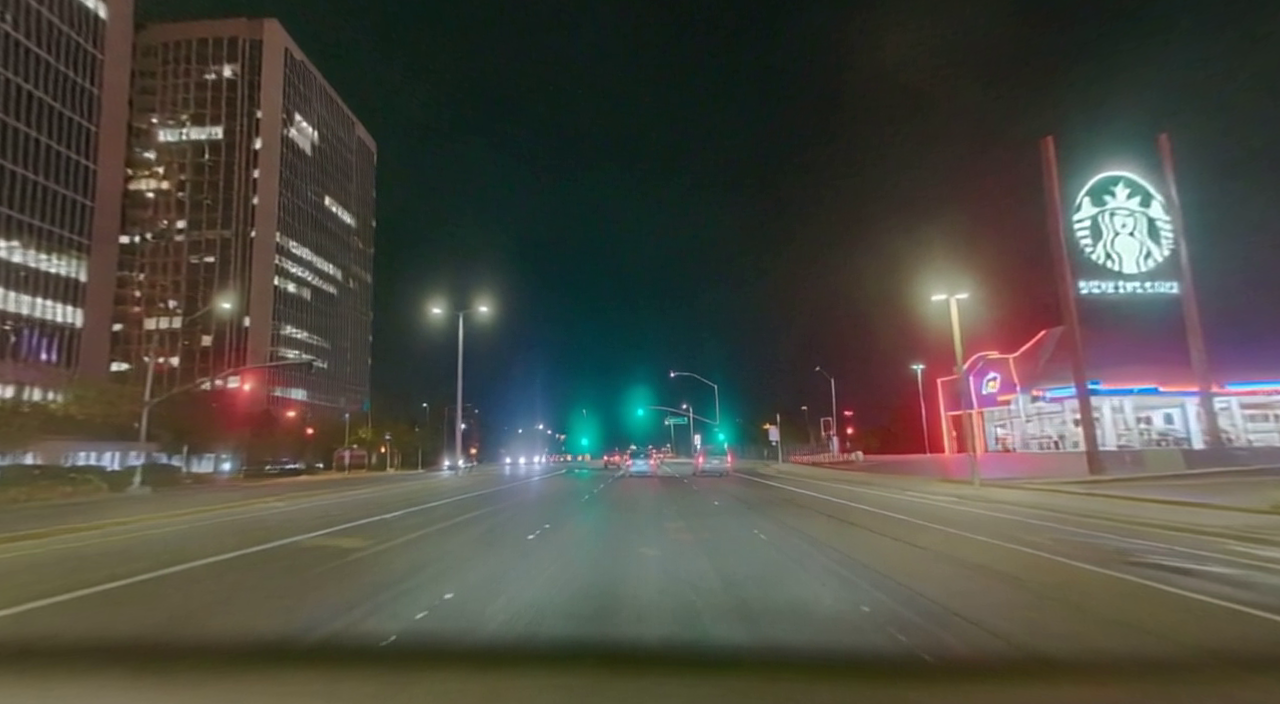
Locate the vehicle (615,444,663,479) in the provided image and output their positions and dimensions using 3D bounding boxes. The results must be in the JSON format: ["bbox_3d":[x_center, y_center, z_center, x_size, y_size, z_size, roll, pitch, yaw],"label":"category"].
[{"bbox_3d":[-0.047,4.973,28.980,2.059,1.477,3.988,0,-8,0],"label":"vehicle"}]

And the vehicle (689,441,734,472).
[{"bbox_3d":[4.109,6.050,36.841,2.007,1.683,4.171,0,-8,-2],"label":"vehicle"}]

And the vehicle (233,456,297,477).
[{"bbox_3d":[-29.300,8.925,49.388,1.879,1.489,4.627,-1,-9,6],"label":"vehicle"}]
